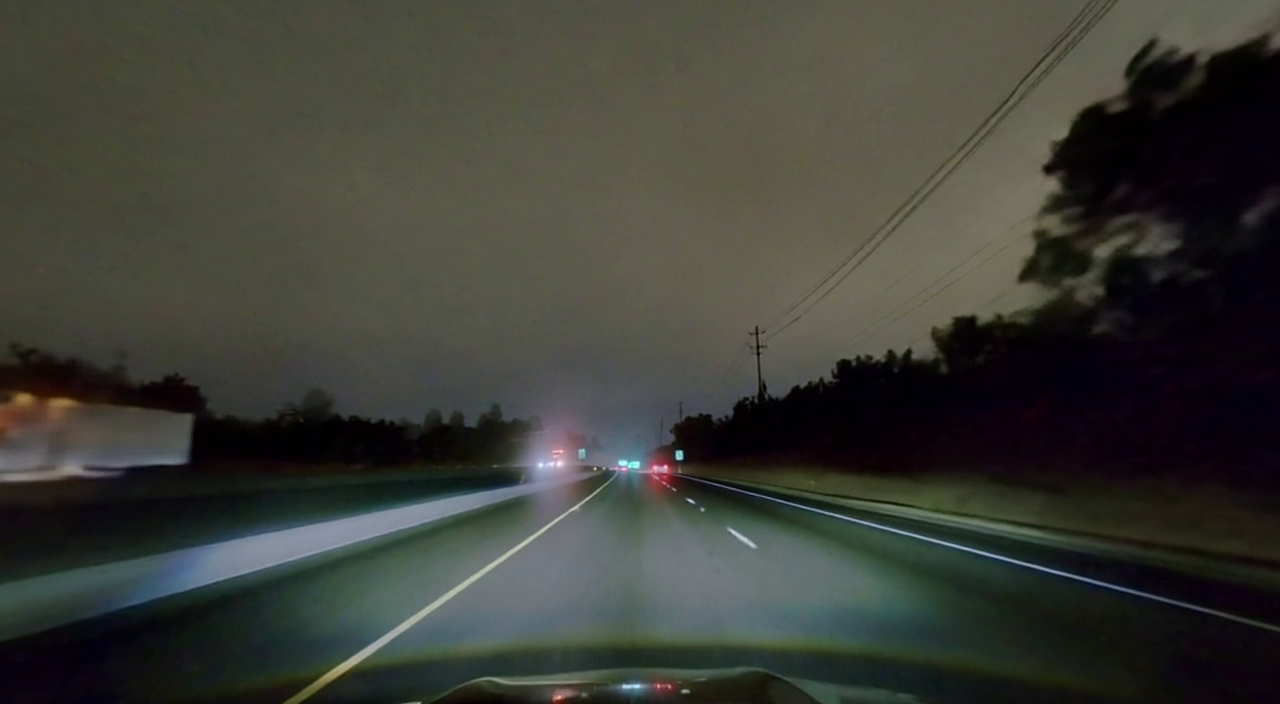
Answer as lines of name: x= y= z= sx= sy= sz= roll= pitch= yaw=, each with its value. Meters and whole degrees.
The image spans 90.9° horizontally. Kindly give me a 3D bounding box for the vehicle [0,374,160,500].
vehicle: x=-16.909 y=2.267 z=16.683 sx=2.713 sy=3.016 sz=6.960 roll=2 pitch=-10 yaw=0
